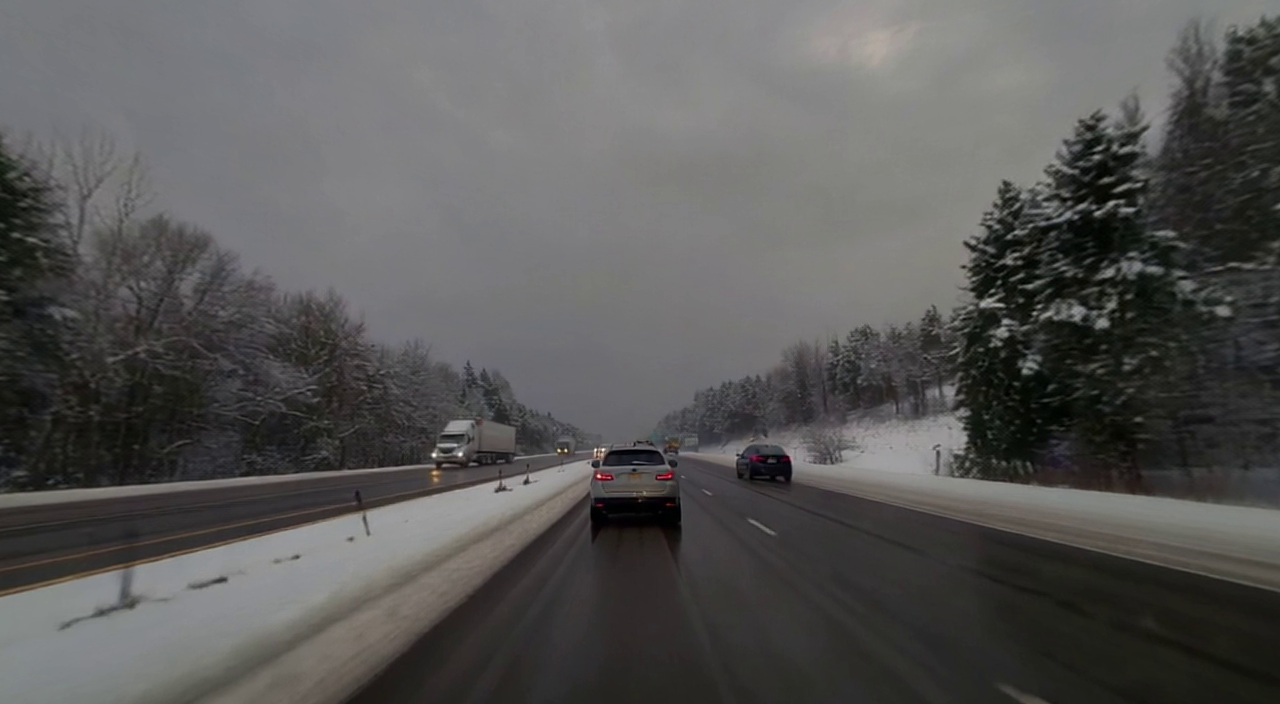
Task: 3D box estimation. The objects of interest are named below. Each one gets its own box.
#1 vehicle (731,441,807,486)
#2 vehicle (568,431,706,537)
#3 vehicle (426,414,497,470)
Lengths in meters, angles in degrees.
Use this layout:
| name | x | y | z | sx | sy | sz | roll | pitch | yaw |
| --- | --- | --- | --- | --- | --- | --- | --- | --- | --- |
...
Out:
| name | x | y | z | sx | sy | sz | roll | pitch | yaw |
| --- | --- | --- | --- | --- | --- | --- | --- | --- | --- |
| vehicle | 4.676 | 4.114 | 23.445 | 1.931 | 1.516 | 3.995 | 0 | -9 | -1 |
| vehicle | -0.084 | 2.300 | 11.481 | 2.088 | 1.580 | 3.657 | 0 | -9 | -1 |
| vehicle | -13.245 | 6.805 | 47.265 | 3.152 | 3.893 | 6.812 | -1 | -9 | 1 |
